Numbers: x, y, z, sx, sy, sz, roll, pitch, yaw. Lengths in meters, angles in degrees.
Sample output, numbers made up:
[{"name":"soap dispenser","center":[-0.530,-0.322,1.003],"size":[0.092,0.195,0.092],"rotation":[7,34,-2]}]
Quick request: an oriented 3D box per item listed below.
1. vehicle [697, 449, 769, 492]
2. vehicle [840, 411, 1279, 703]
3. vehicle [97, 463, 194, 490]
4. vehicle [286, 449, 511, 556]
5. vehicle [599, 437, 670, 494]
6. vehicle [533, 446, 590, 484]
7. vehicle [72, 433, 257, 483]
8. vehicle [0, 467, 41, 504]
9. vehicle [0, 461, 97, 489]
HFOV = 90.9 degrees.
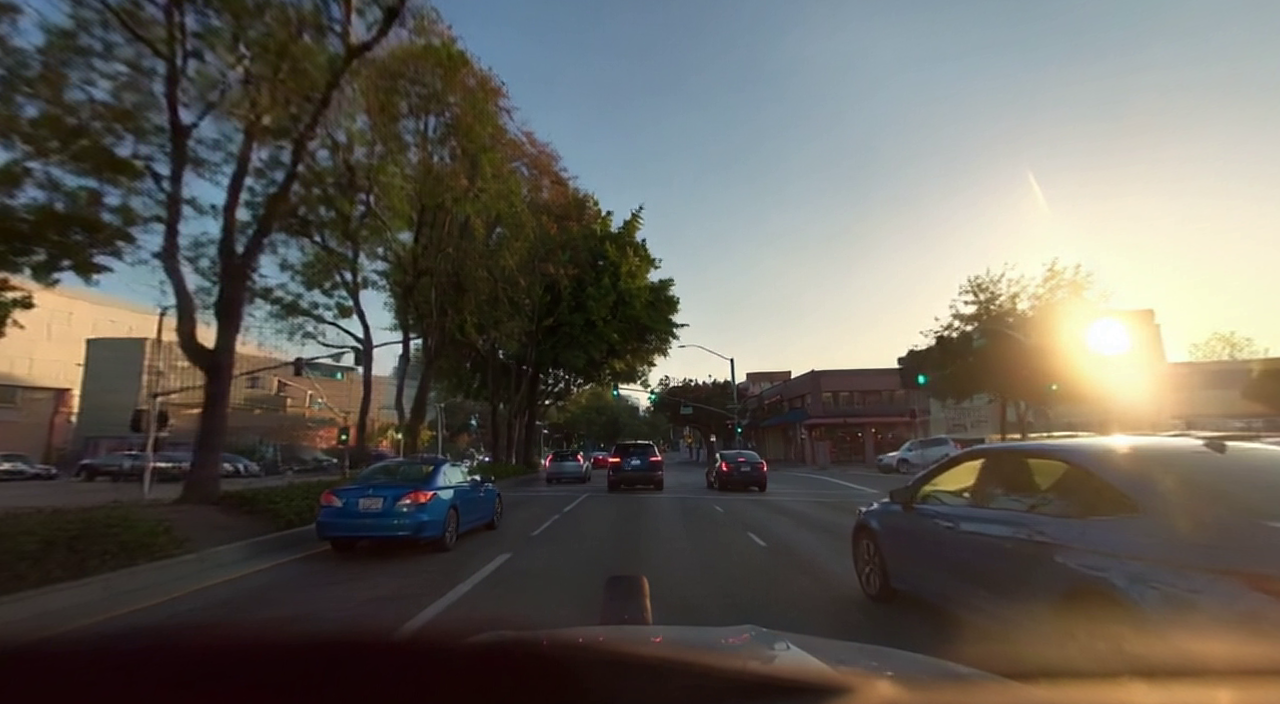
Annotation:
[{"name":"vehicle","center":[3.471,4.498,24.333],"size":[2.058,1.472,4.317],"rotation":[0,-9,-1]},{"name":"vehicle","center":[3.032,1.234,3.982],"size":[2.052,1.475,4.540],"rotation":[0,-9,0]},{"name":"vehicle","center":[-29.944,7.520,38.211],"size":[4.488,1.445,2.098],"rotation":[-2,-9,12]},{"name":"vehicle","center":[-3.592,2.294,10.323],"size":[2.115,1.369,3.908],"rotation":[0,-9,0]},{"name":"vehicle","center":[-0.198,4.124,23.300],"size":[2.361,1.898,4.465],"rotation":[0,-9,0]},{"name":"vehicle","center":[-3.584,5.229,29.561],"size":[2.130,1.645,3.995],"rotation":[0,-9,1]},{"name":"vehicle","center":[-34.935,7.707,46.384],"size":[12.467,3.385,3.314],"rotation":[-2,-9,13]},{"name":"vehicle","center":[-29.212,6.142,29.232],"size":[1.921,1.452,4.549],"rotation":[8,-12,-43]},{"name":"vehicle","center":[-37.183,7.711,39.622],"size":[4.625,1.618,2.035],"rotation":[-2,-9,12]}]
